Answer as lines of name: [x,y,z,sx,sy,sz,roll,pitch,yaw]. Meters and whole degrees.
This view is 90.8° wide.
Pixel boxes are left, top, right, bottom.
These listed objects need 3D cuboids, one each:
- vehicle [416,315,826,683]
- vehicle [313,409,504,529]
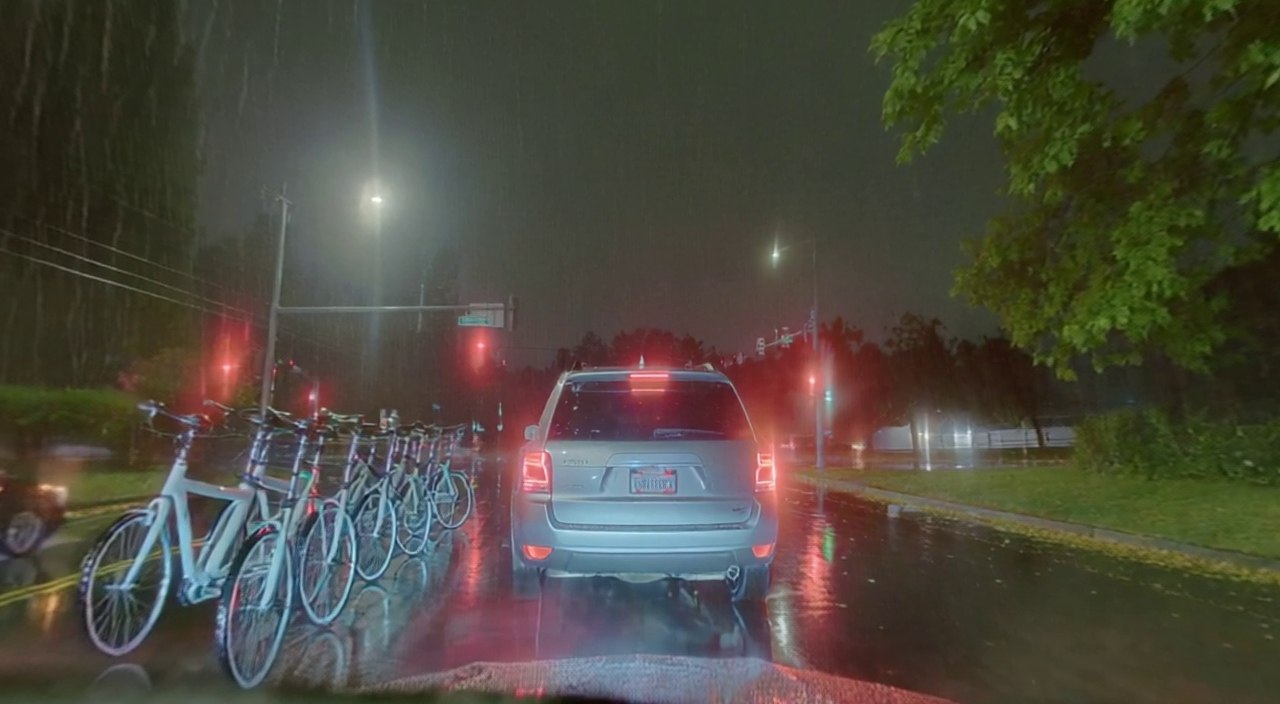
vehicle: [-0.246,1.157,6.005,2.333,2.087,4.586,0,-8,-4]
vehicle: [-4.205,2.232,12.659,2.337,1.858,5.409,1,-9,-7]
